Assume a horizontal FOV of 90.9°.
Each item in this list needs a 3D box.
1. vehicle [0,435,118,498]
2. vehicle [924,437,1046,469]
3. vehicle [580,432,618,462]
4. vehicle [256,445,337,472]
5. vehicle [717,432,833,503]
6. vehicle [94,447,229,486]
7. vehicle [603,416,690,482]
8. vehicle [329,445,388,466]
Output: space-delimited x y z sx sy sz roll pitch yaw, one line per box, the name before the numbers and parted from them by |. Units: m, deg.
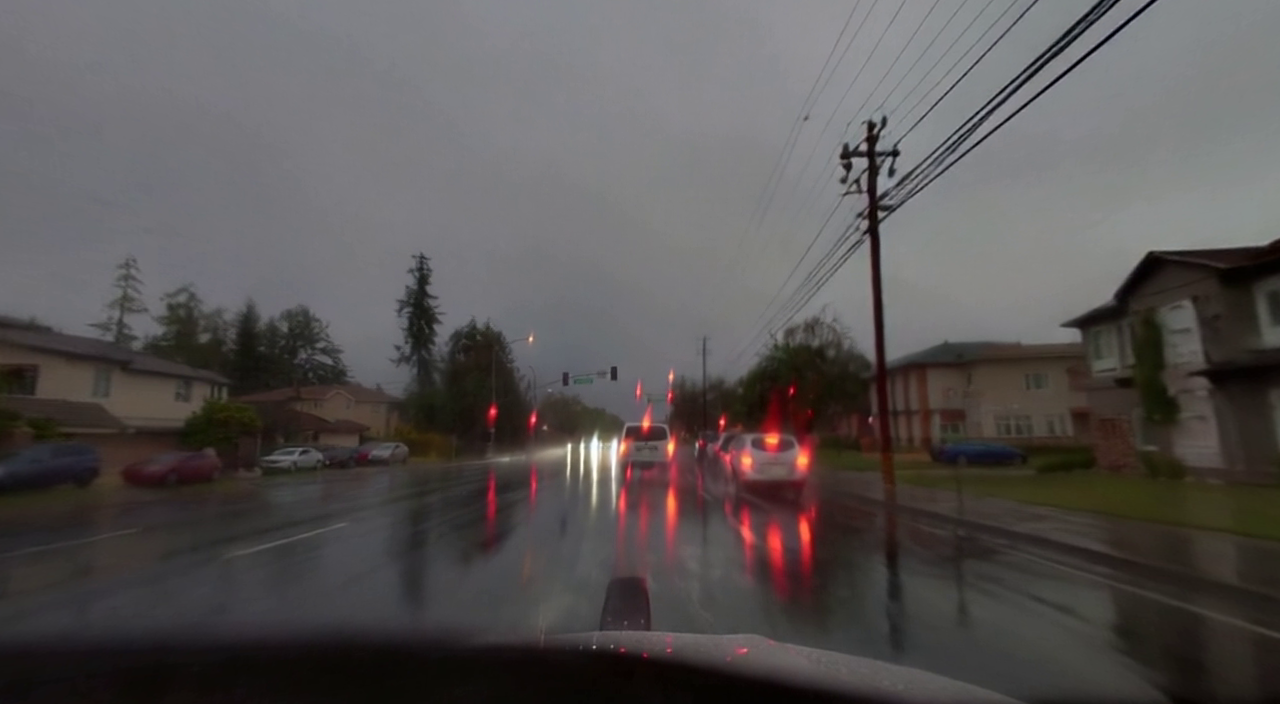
vehicle | -20.124 3.708 20.672 2.046 1.874 4.448 0 -9 2
vehicle | 16.547 4.863 30.420 4.671 1.495 1.900 -1 -9 4
vehicle | -2.635 6.216 41.204 1.999 1.864 4.279 0 -9 3
vehicle | -19.751 6.143 36.524 1.891 1.460 4.681 0 -9 2
vehicle | 3.149 2.790 15.586 2.002 1.511 4.124 0 -9 1
vehicle | -19.838 4.725 26.464 1.866 1.471 4.770 0 -9 1
vehicle | 0.212 3.483 22.760 2.769 2.087 5.130 0 -9 0
vehicle | -19.703 7.253 44.320 1.830 1.436 4.771 0 -9 2
